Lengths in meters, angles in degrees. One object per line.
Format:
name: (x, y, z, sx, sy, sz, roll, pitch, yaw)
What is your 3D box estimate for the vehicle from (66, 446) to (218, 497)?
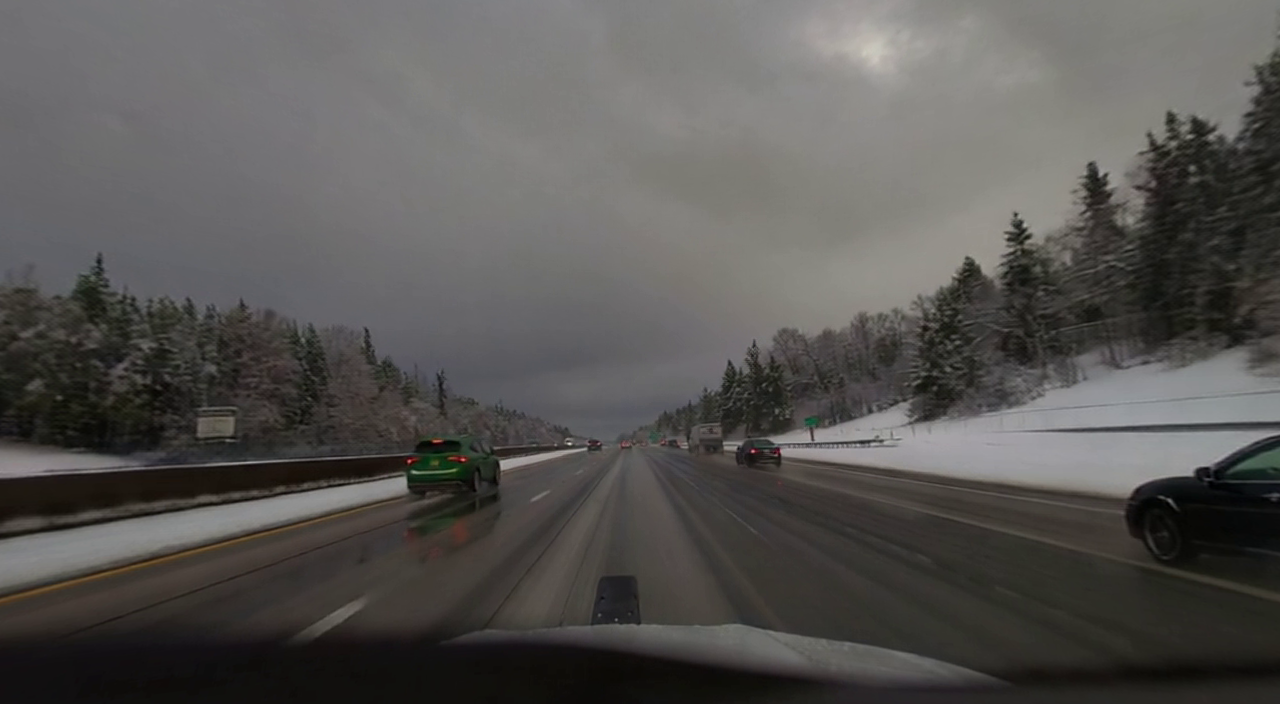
vehicle: (-16.747, 4.000, 21.493, 1.846, 1.516, 4.152, 0, -8, -2)

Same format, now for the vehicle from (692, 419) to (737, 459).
vehicle: (5.702, 6.779, 49.032, 2.588, 2.910, 5.511, 0, -8, -2)

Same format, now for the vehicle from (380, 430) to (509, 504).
vehicle: (-4.643, 2.767, 15.590, 1.966, 1.570, 3.859, 0, -8, 0)

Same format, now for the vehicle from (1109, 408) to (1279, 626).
vehicle: (5.422, 1.047, 3.717, 2.028, 1.488, 4.236, 0, -8, 0)

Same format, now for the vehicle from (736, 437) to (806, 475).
vehicle: (5.297, 4.252, 25.982, 1.920, 1.436, 3.890, 0, -8, -2)

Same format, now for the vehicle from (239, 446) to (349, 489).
vehicle: (-12.901, 4.295, 23.852, 1.796, 1.429, 4.203, 0, -8, 0)
